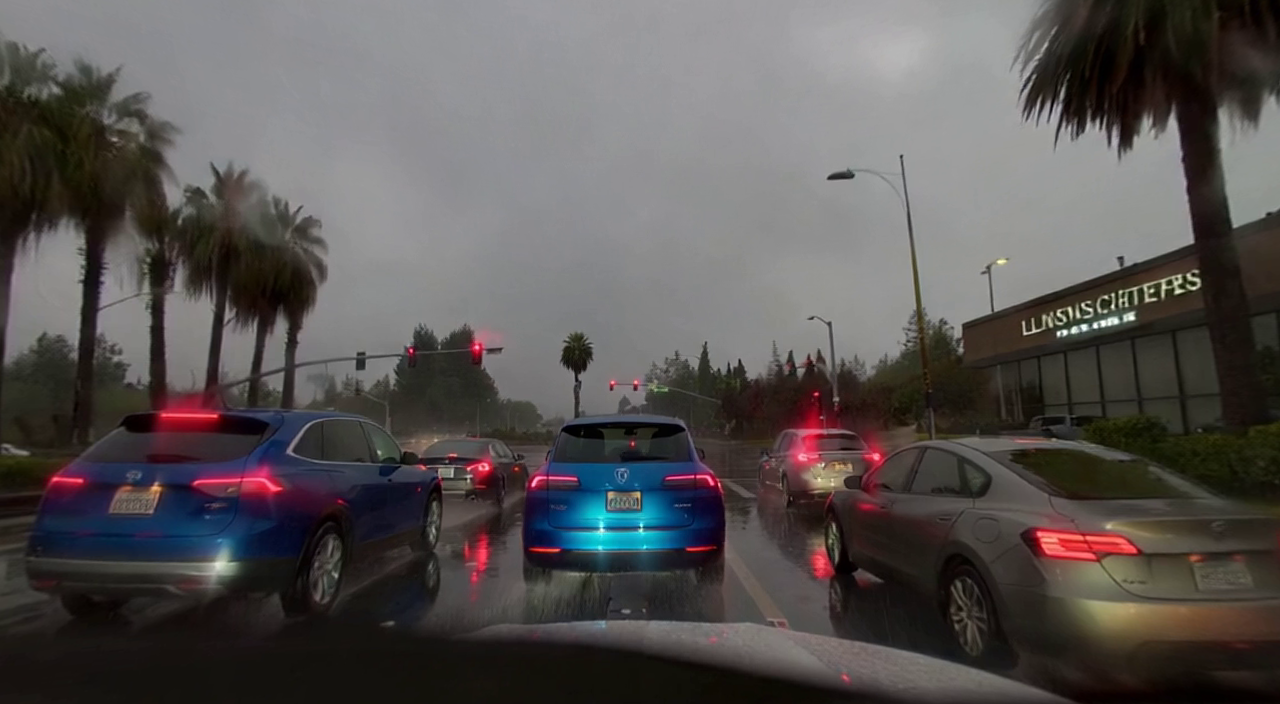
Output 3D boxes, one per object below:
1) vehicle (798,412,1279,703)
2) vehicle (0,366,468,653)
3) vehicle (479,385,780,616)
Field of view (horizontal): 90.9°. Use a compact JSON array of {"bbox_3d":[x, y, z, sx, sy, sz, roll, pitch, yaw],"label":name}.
[{"bbox_3d":[2.955,1.370,5.253,2.017,1.491,4.611,0,-8,-1],"label":"vehicle"},{"bbox_3d":[-3.350,1.281,6.134,2.014,1.755,4.360,0,-8,1],"label":"vehicle"},{"bbox_3d":[-0.127,1.454,7.063,2.280,1.747,4.361,0,-8,-1],"label":"vehicle"}]
